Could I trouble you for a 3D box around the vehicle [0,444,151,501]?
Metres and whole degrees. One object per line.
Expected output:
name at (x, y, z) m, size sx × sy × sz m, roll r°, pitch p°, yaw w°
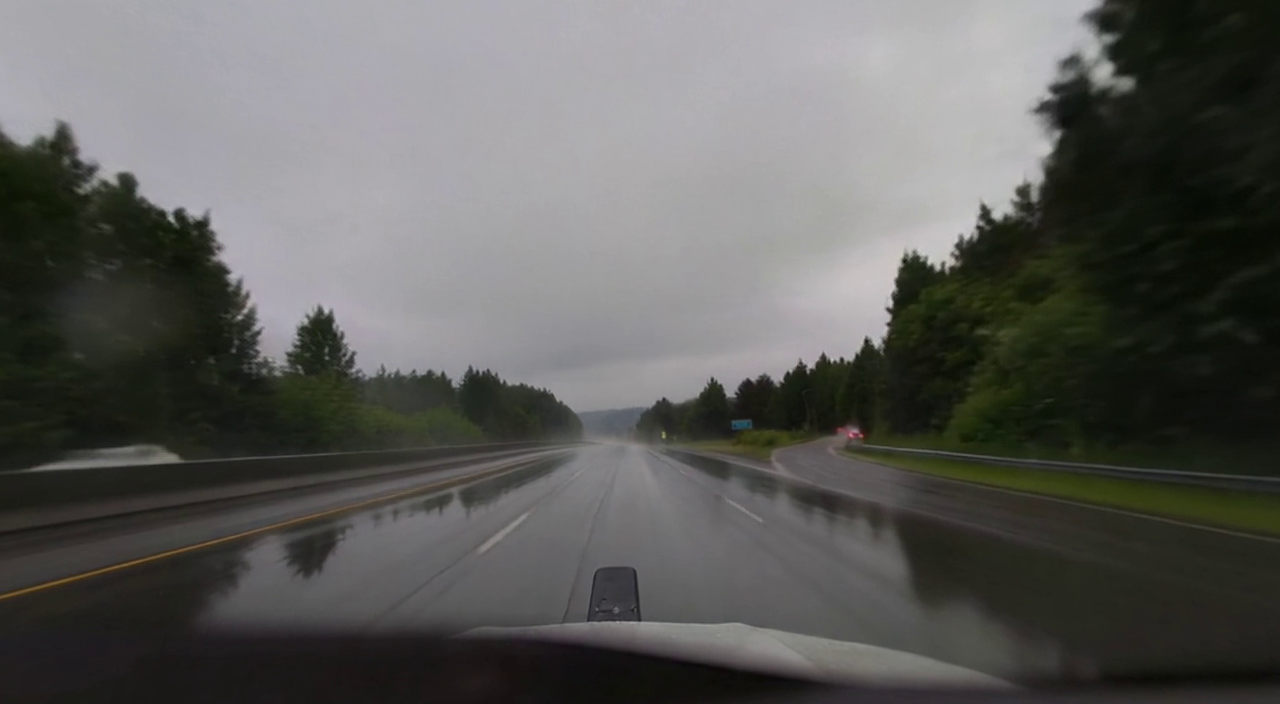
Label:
vehicle at (-17.372, 3.545, 19.058) m, size 1.821 × 1.478 × 4.213 m, roll 0°, pitch -8°, yaw -1°
